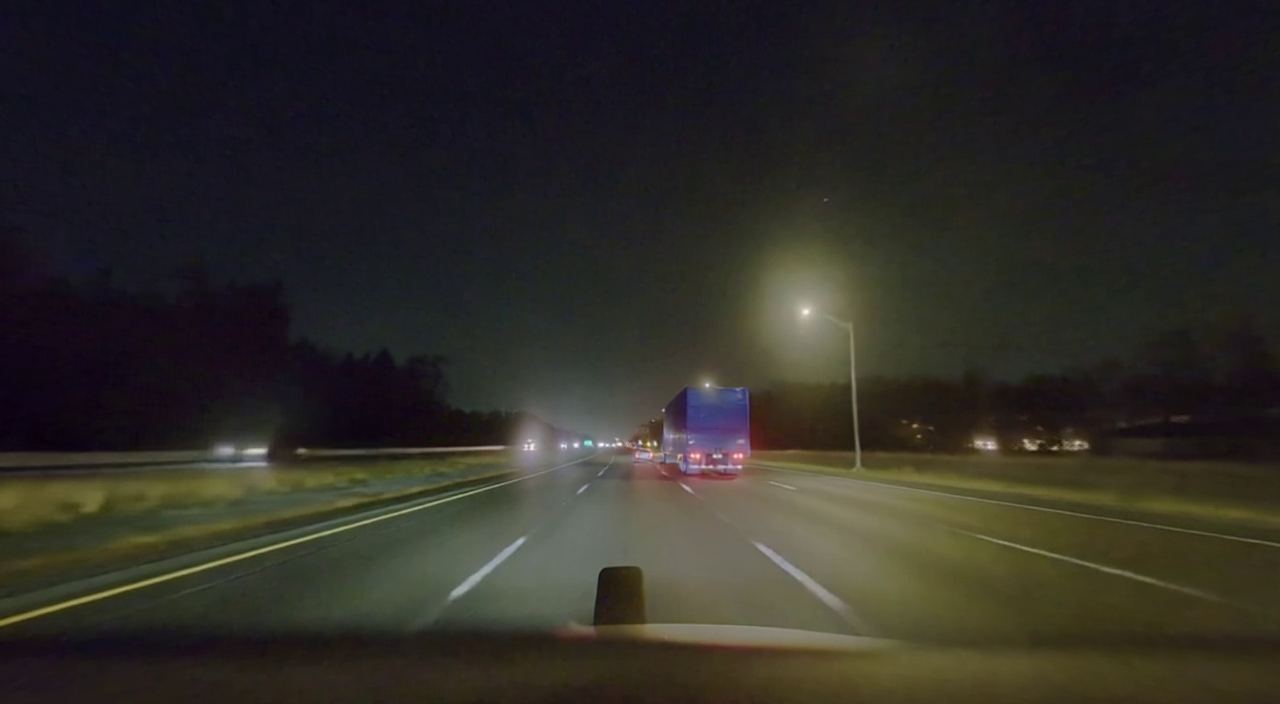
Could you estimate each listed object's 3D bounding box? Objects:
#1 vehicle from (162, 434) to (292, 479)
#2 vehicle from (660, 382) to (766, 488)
[{"bbox_3d":[-14.639,3.733,22.677,1.805,1.466,4.228,0,-9,0],"label":"vehicle"},{"bbox_3d":[3.133,4.550,33.221,3.462,4.177,16.311,0,-9,-1],"label":"vehicle"}]
